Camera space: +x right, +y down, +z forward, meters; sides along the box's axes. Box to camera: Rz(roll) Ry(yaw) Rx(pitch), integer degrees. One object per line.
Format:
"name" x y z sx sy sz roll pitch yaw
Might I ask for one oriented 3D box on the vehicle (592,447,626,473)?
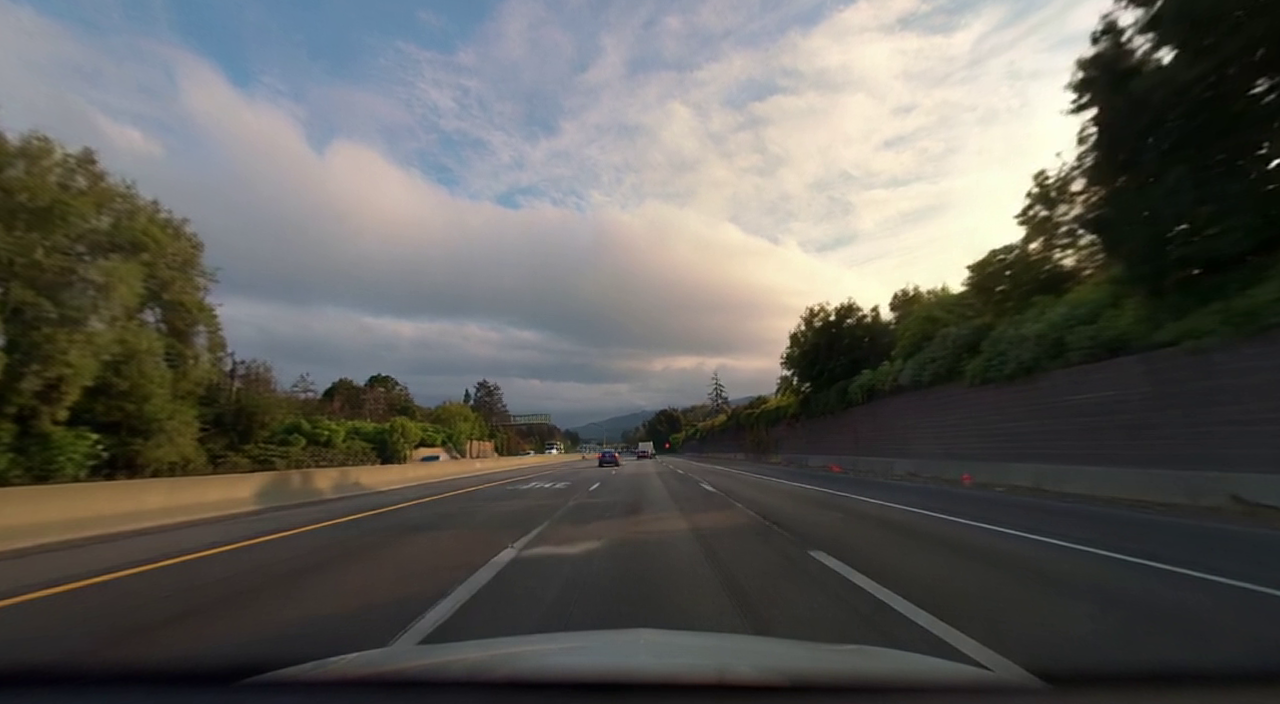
"vehicle" -1.924 6.799 39.864 1.873 1.529 3.953 0 -9 1
